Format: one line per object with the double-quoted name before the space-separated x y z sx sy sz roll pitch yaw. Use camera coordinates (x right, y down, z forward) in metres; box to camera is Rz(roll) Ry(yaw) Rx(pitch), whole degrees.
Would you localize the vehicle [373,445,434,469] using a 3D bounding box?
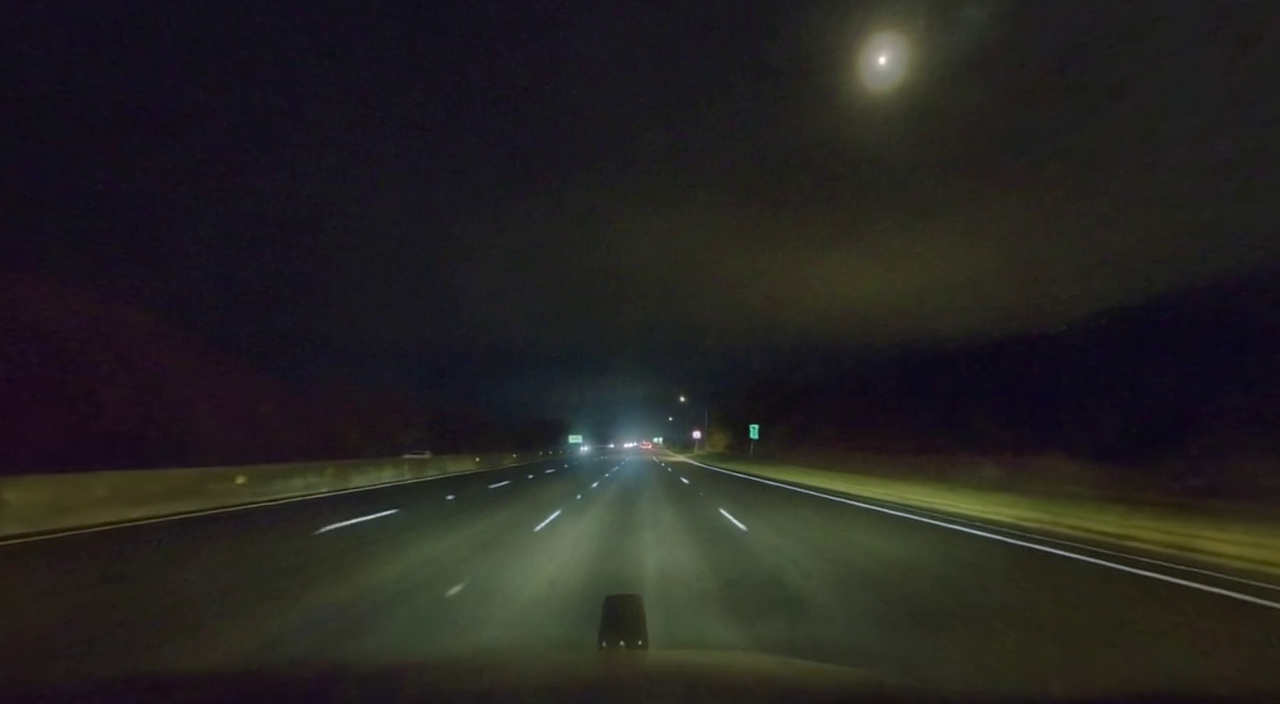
"vehicle" -15.671 7.003 42.112 2.250 1.492 4.731 0 -9 0
